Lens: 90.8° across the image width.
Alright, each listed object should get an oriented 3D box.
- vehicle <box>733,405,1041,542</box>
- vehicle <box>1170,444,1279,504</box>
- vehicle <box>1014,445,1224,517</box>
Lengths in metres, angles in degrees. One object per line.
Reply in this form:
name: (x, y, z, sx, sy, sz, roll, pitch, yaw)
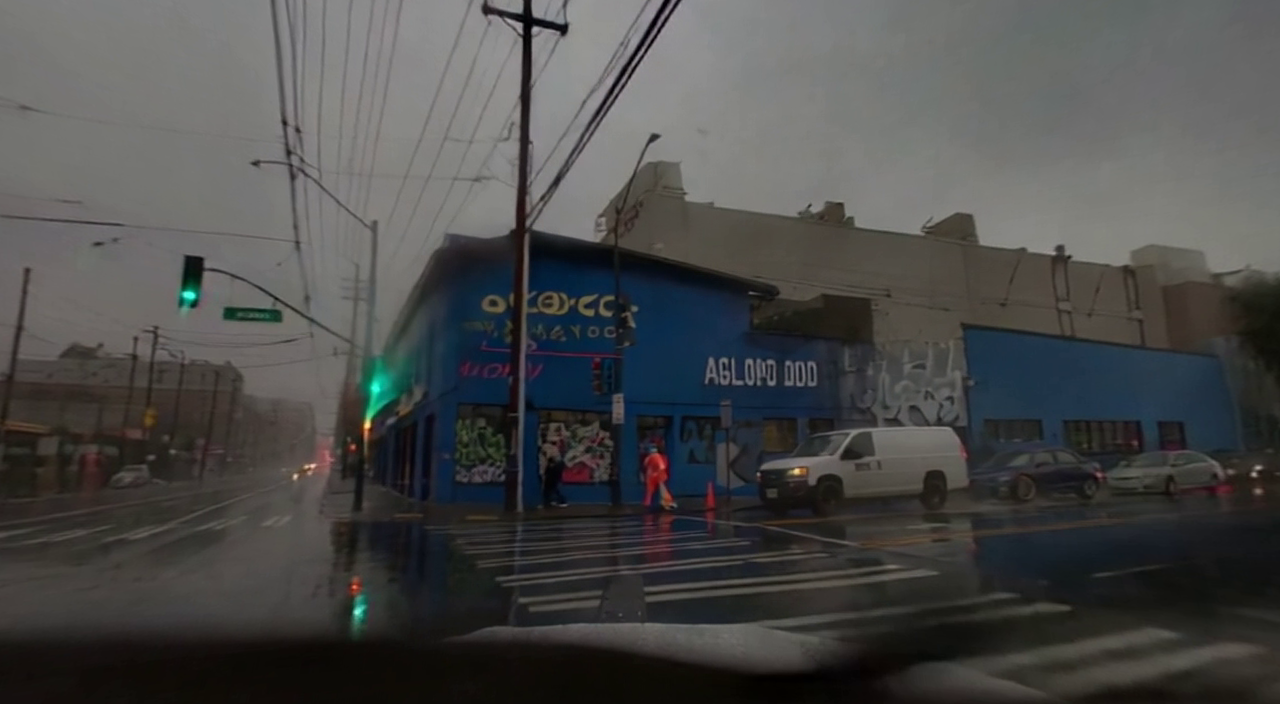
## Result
vehicle: (4.451, 2.085, 11.425, 4.970, 1.972, 2.372, 4, -10, -27)
vehicle: (17.775, 3.422, 18.143, 4.619, 1.511, 2.010, 4, -9, -25)
vehicle: (11.367, 2.942, 14.966, 4.672, 1.459, 1.938, 4, -9, -26)
